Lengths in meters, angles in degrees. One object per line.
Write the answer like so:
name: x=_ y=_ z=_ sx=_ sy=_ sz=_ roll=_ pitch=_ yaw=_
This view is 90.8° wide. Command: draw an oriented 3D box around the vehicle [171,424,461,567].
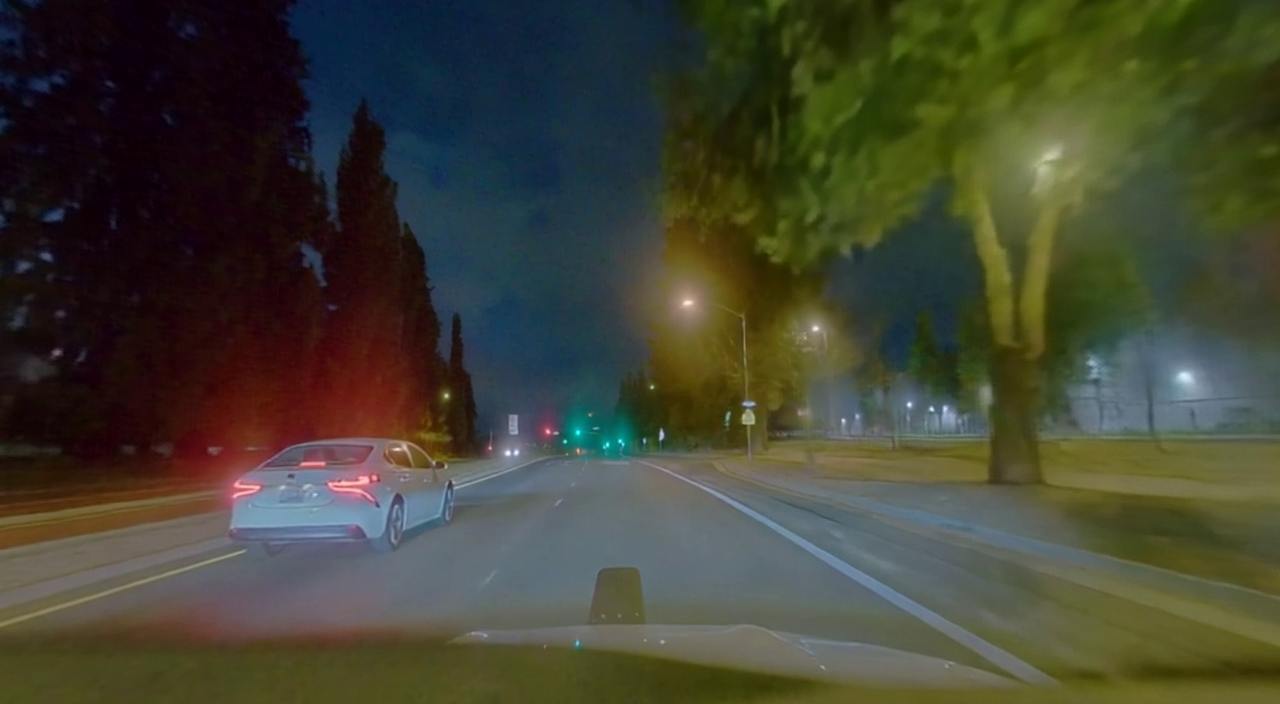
vehicle: x=-4.112 y=1.869 z=9.013 sx=1.915 sy=1.521 sz=4.283 roll=0 pitch=-9 yaw=-1
